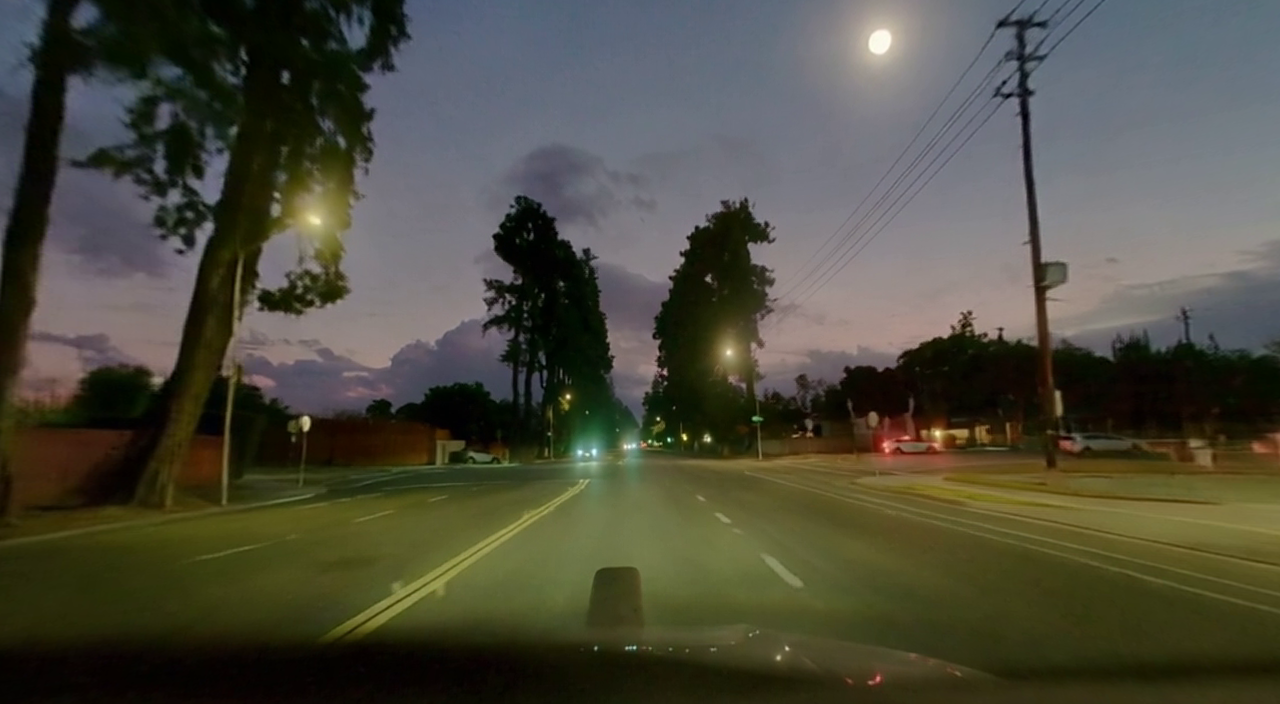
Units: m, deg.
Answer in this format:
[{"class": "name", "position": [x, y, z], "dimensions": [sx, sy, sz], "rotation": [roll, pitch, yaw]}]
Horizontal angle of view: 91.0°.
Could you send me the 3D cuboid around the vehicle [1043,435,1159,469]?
[{"class": "vehicle", "position": [24.620, 5.347, 33.833], "dimensions": [4.508, 1.687, 2.070], "rotation": [-3, -9, 19]}]
